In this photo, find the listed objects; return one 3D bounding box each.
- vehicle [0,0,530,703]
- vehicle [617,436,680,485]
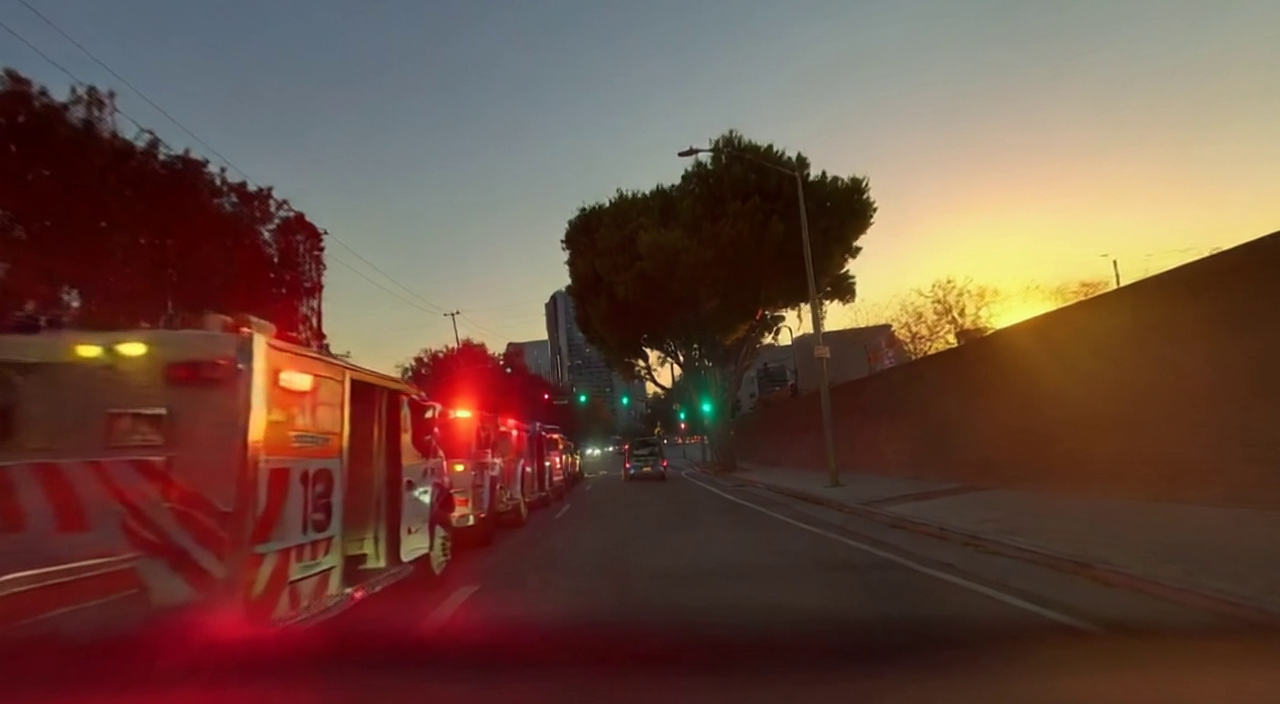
[{"bbox_3d":[-3.195,0.456,3.487,3.644,3.138,9.346,0,-9,-1],"label":"vehicle"},{"bbox_3d":[0.242,4.586,26.849,2.332,1.831,4.930,0,-9,-3],"label":"vehicle"}]
